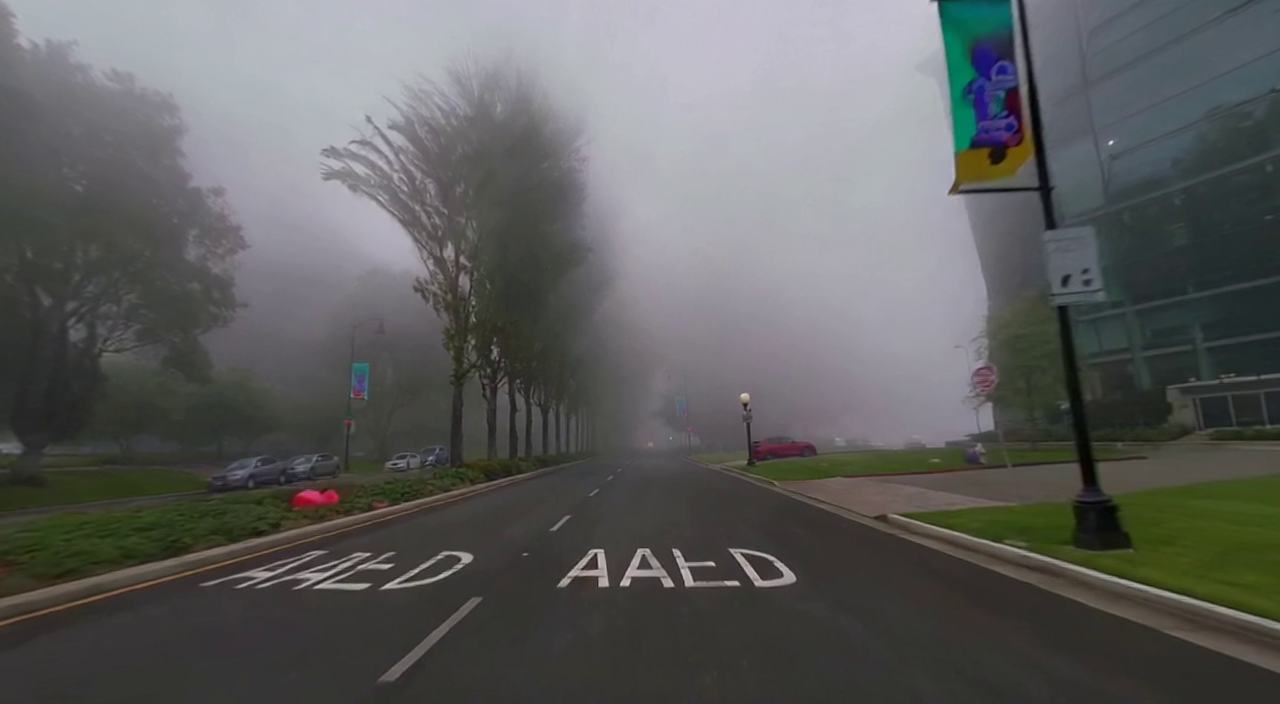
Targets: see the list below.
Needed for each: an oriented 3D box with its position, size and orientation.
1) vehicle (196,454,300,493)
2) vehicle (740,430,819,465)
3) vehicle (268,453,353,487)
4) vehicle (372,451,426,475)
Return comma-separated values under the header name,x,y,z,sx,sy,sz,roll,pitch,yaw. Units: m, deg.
name,x,y,z,sx,sy,sz,roll,pitch,yaw
vehicle,-17.187,5.308,27.816,1.829,1.508,4.377,0,-9,0
vehicle,9.541,6.578,43.143,4.716,1.672,2.330,-8,-8,-1
vehicle,-17.139,6.129,32.945,2.020,1.471,4.419,-3,-9,1
vehicle,-16.989,7.807,44.515,1.873,1.544,4.794,0,-9,2
